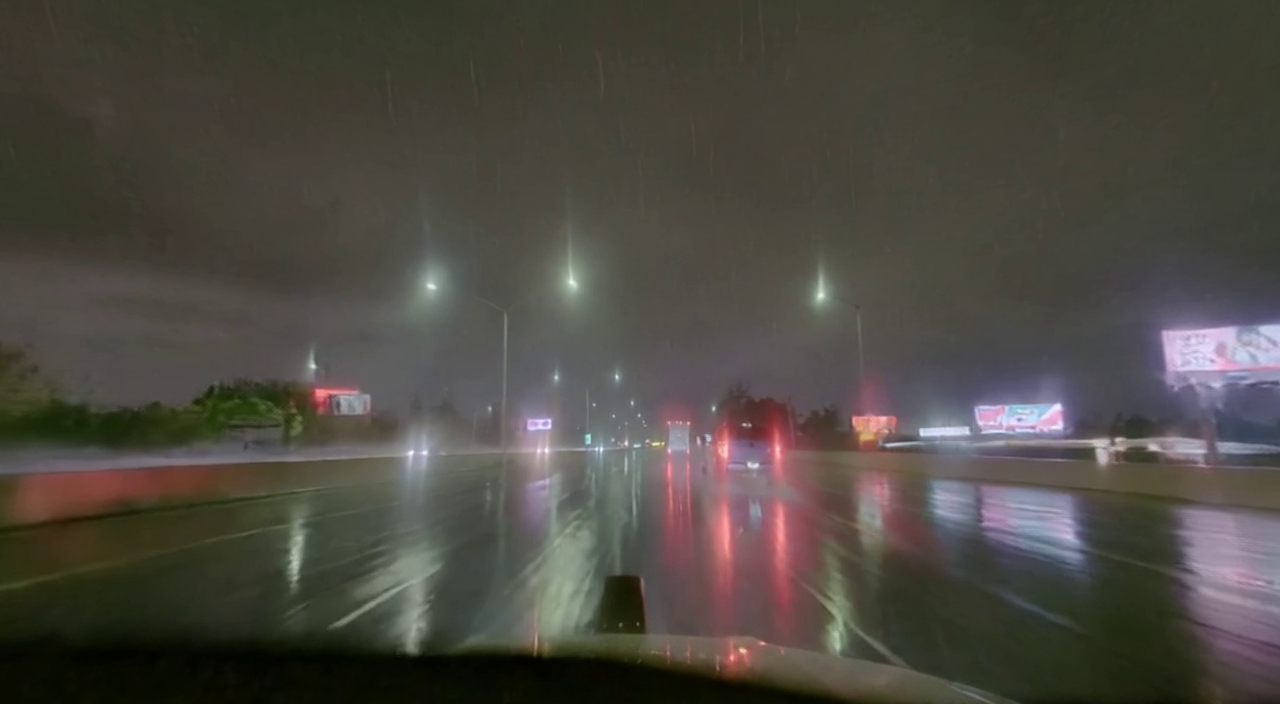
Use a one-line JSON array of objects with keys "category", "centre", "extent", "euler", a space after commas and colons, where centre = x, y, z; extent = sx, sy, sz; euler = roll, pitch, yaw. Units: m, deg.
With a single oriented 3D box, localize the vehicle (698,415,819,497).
[{"category": "vehicle", "centre": [3.447, 3.250, 19.981], "extent": [2.740, 2.157, 6.300], "euler": [0, -9, 1]}]
